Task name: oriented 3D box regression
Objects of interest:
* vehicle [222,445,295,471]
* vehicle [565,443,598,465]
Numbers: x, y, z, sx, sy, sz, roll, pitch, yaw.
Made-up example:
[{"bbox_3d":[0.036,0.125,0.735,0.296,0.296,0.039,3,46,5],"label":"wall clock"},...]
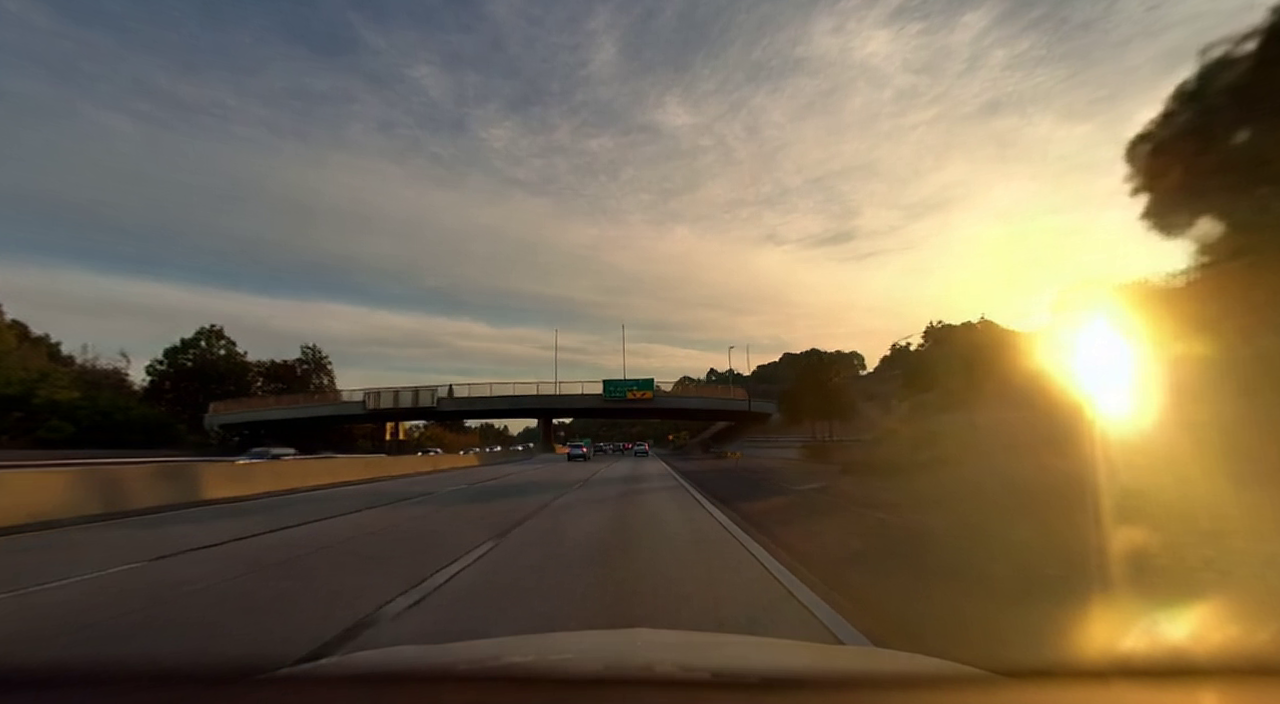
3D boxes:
[{"bbox_3d":[-28.347,7.855,46.995,2.055,1.796,5.247,0,-9,1],"label":"vehicle"},{"bbox_3d":[-4.245,7.505,46.458,1.916,1.545,4.757,0,-9,0],"label":"vehicle"}]
